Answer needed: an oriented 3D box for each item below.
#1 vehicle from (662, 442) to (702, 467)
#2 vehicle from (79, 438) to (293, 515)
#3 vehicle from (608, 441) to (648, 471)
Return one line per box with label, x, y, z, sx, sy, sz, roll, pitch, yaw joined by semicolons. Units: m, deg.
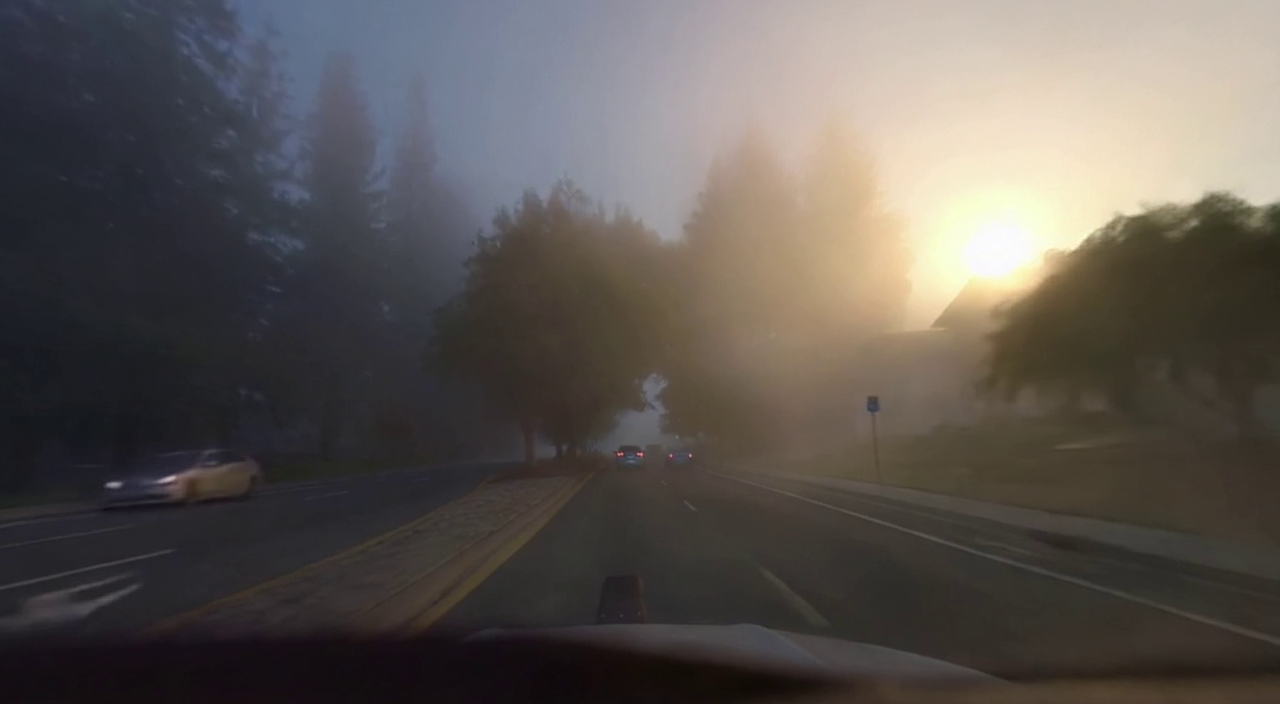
vehicle;2.607;6.470;40.048;2.057;1.496;4.401;0;-8;-2
vehicle;-11.436;3.127;16.493;2.107;1.684;4.707;0;-8;-1
vehicle;-0.605;5.521;33.832;2.018;1.511;3.993;0;-8;0
